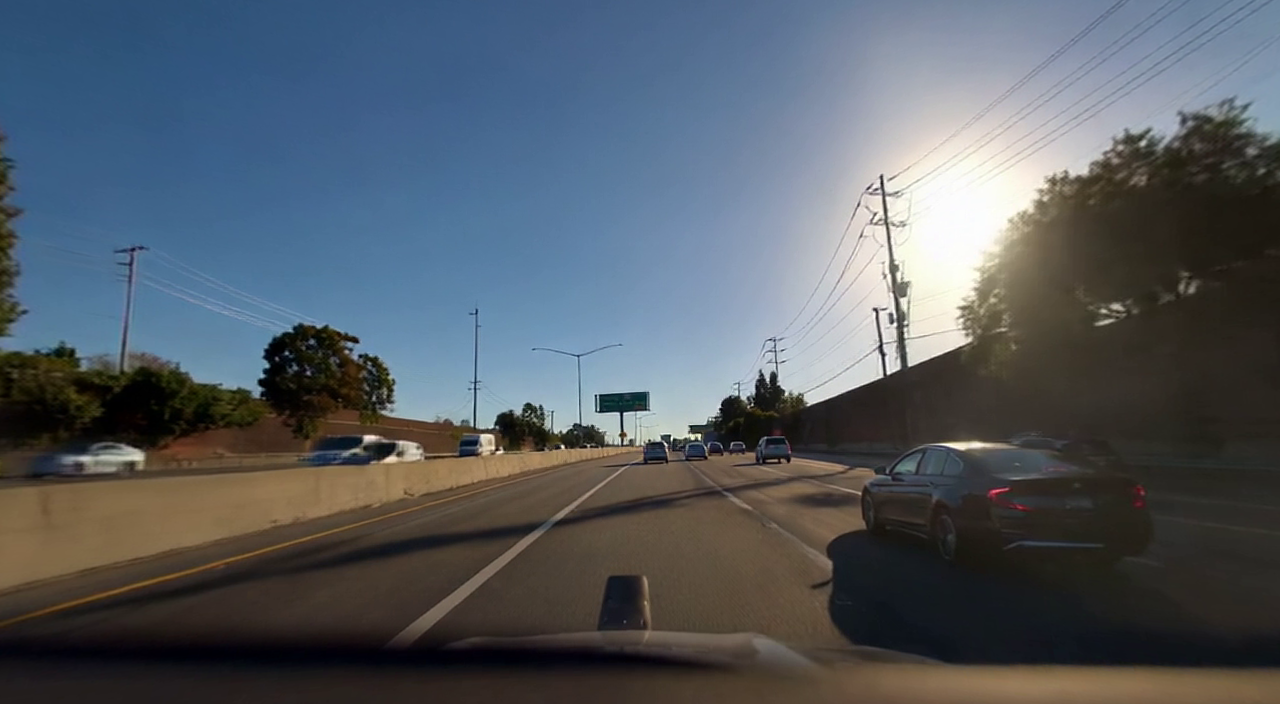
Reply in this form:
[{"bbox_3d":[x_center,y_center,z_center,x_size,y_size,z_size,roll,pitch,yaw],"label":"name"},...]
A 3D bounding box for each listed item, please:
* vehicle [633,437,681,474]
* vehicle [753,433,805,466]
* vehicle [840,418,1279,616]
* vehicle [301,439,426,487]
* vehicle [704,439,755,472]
[{"bbox_3d":[0.741,4.728,28.968,2.042,1.581,3.769,0,-8,0],"label":"vehicle"},{"bbox_3d":[8.145,5.734,37.341,2.041,1.821,4.562,0,-8,0],"label":"vehicle"},{"bbox_3d":[3.959,1.571,7.024,1.986,1.478,4.429,0,-8,0],"label":"vehicle"},{"bbox_3d":[-9.587,3.863,22.409,2.108,1.501,4.726,0,-8,3],"label":"vehicle"},{"bbox_3d":[4.267,5.023,30.746,1.936,1.465,4.060,0,-8,1],"label":"vehicle"}]
